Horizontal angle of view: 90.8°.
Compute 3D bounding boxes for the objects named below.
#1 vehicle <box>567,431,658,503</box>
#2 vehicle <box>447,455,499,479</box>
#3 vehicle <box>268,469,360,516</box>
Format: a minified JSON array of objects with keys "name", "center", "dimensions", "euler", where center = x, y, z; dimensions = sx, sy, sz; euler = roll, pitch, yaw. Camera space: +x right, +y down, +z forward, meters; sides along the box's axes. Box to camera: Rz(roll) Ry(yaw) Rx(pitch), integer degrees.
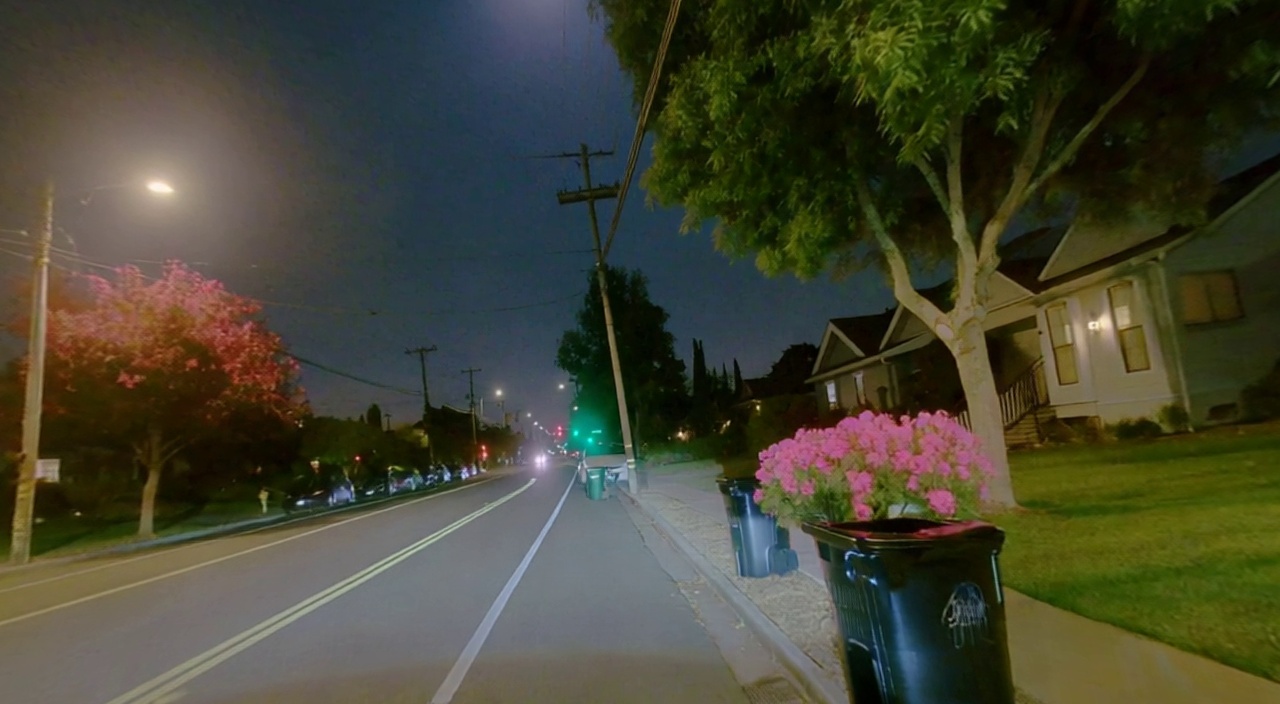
[{"name":"vehicle","center":[-0.820,3.080,17.386],"dimensions":[2.190,1.708,4.115],"euler":[0,-8,-4]},{"name":"vehicle","center":[-12.970,8.891,48.934],"dimensions":[2.218,1.679,4.723],"euler":[6,-11,-37]},{"name":"vehicle","center":[-13.769,5.917,26.986],"dimensions":[1.982,1.660,4.142],"euler":[1,-8,-6]}]
